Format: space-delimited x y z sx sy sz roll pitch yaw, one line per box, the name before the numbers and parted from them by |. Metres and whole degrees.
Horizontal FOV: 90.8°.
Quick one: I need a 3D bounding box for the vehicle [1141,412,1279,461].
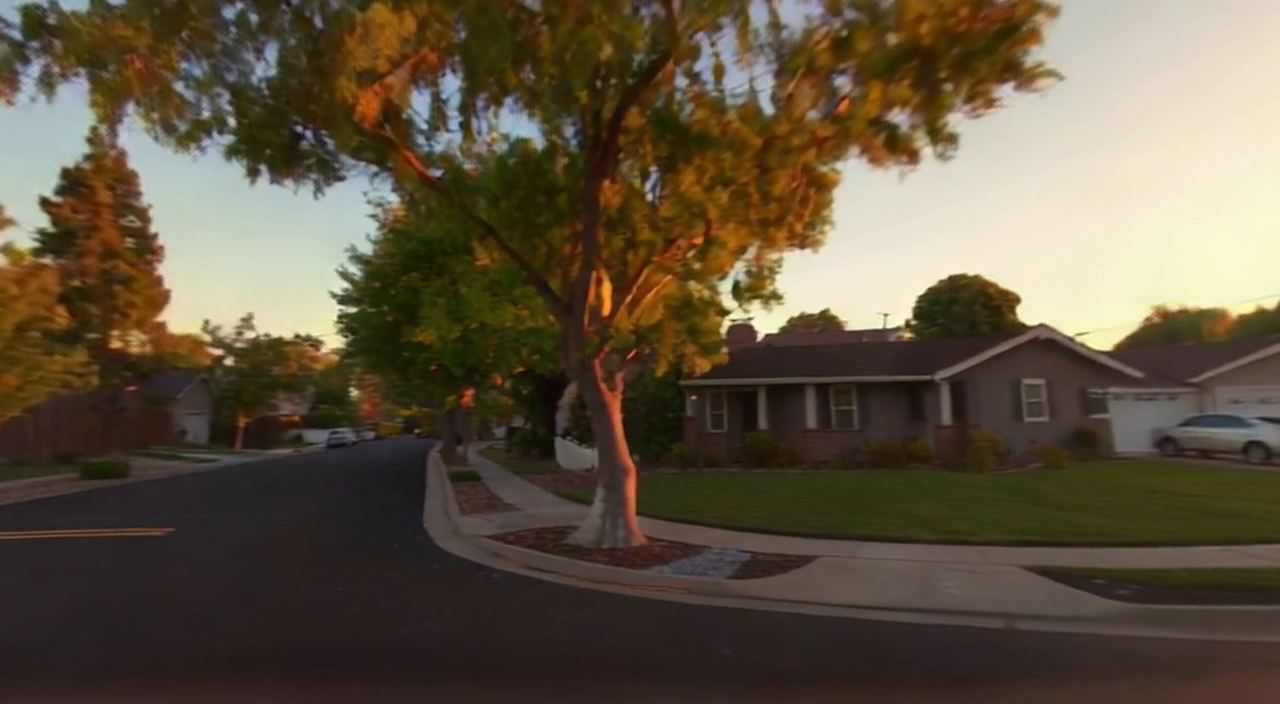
vehicle | 19.784 2.853 21.087 1.844 1.495 4.404 2 -9 -17
